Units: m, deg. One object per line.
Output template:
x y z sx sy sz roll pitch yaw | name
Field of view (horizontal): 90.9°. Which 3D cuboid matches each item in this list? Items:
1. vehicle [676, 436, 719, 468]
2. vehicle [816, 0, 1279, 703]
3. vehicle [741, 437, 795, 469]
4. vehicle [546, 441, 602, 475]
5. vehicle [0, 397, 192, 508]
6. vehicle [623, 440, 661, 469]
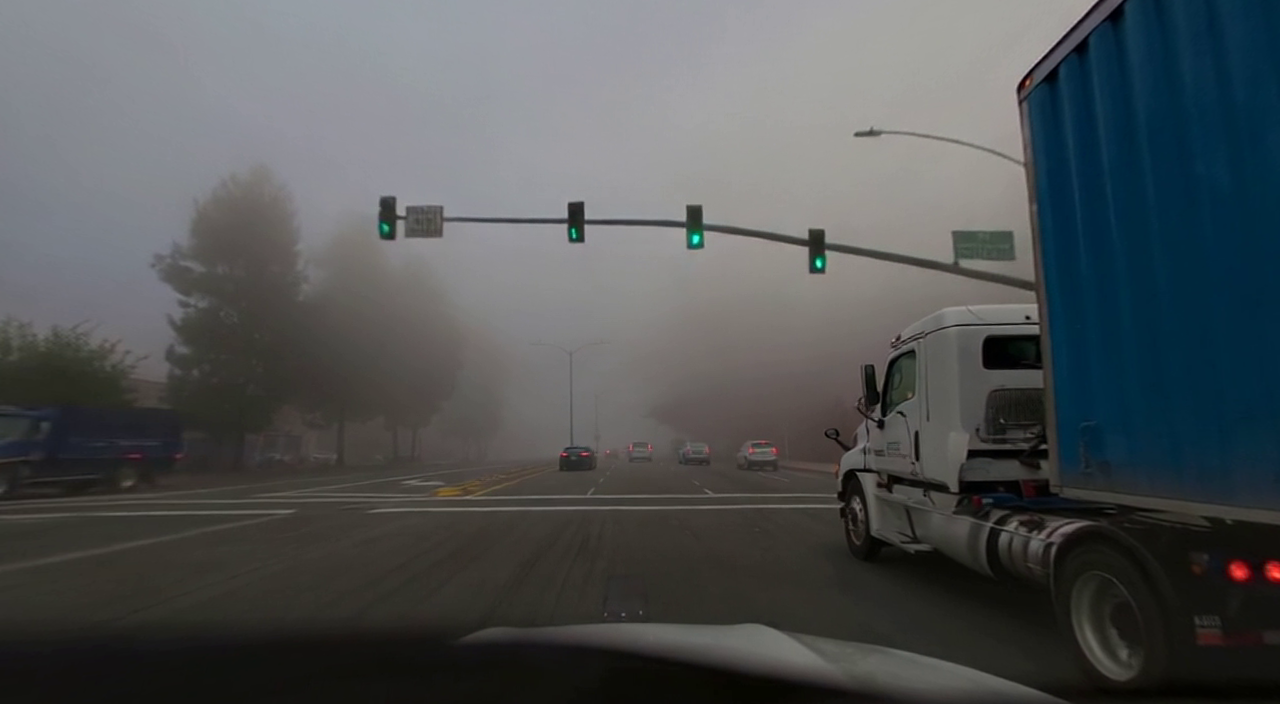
3.553 6.284 39.739 2.196 1.908 4.412 0 -8 -1 | vehicle
3.865 -0.042 3.924 3.006 3.679 8.506 0 -8 0 | vehicle
7.687 6.144 38.464 2.174 1.793 5.061 0 -8 -1 | vehicle
-3.158 5.212 31.190 2.211 1.537 4.666 0 -8 1 | vehicle
-18.087 3.136 19.941 2.473 2.894 7.075 0 -8 0 | vehicle
0.112 6.381 39.585 2.276 1.704 3.925 0 -8 0 | vehicle
